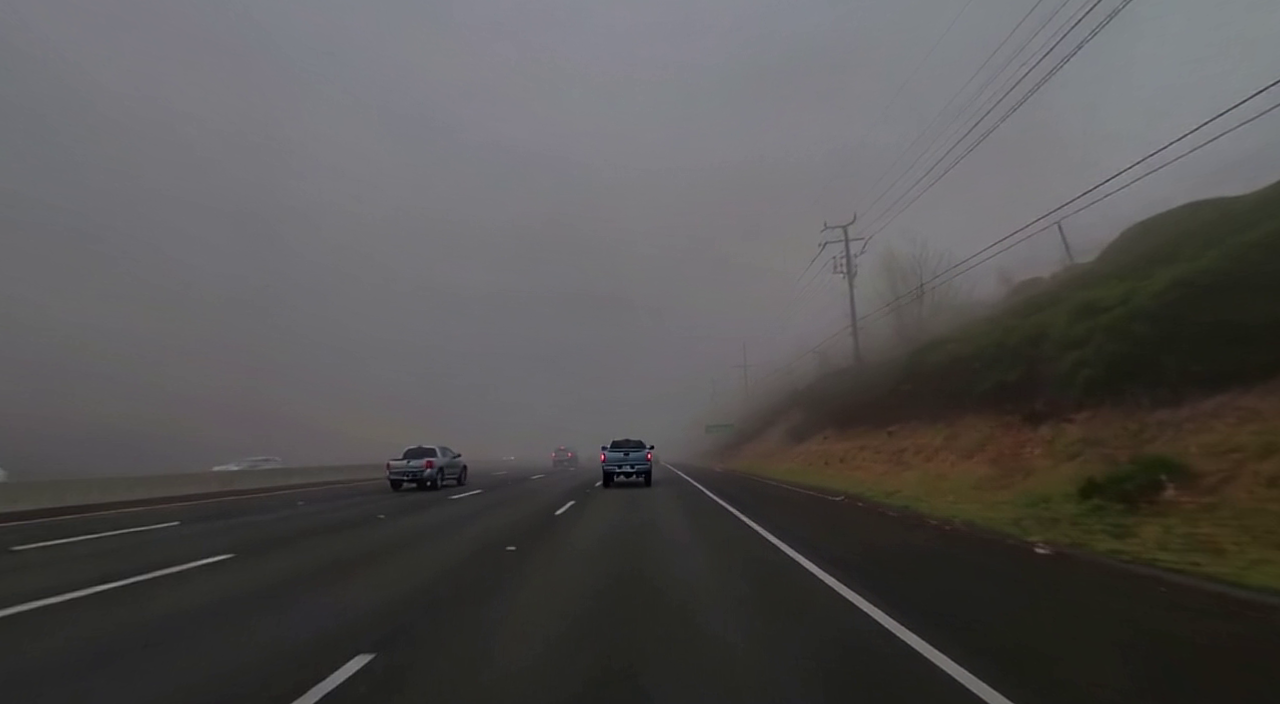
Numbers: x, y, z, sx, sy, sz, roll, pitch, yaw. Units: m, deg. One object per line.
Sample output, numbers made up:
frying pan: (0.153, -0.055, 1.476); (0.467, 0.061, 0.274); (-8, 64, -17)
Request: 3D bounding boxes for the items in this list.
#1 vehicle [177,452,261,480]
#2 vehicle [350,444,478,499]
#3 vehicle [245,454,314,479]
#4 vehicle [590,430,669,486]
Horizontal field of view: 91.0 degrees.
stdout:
vehicle: (-27.262, 7.399, 40.991); (2.292, 1.660, 4.482); (0, -9, 1)
vehicle: (-7.142, 3.817, 20.657); (2.189, 1.553, 5.202); (0, -9, 1)
vehicle: (-23.370, 7.424, 41.043); (1.861, 1.488, 4.345); (0, -9, 1)
vehicle: (-0.424, 4.462, 26.856); (2.972, 2.087, 6.126); (0, -9, 0)
